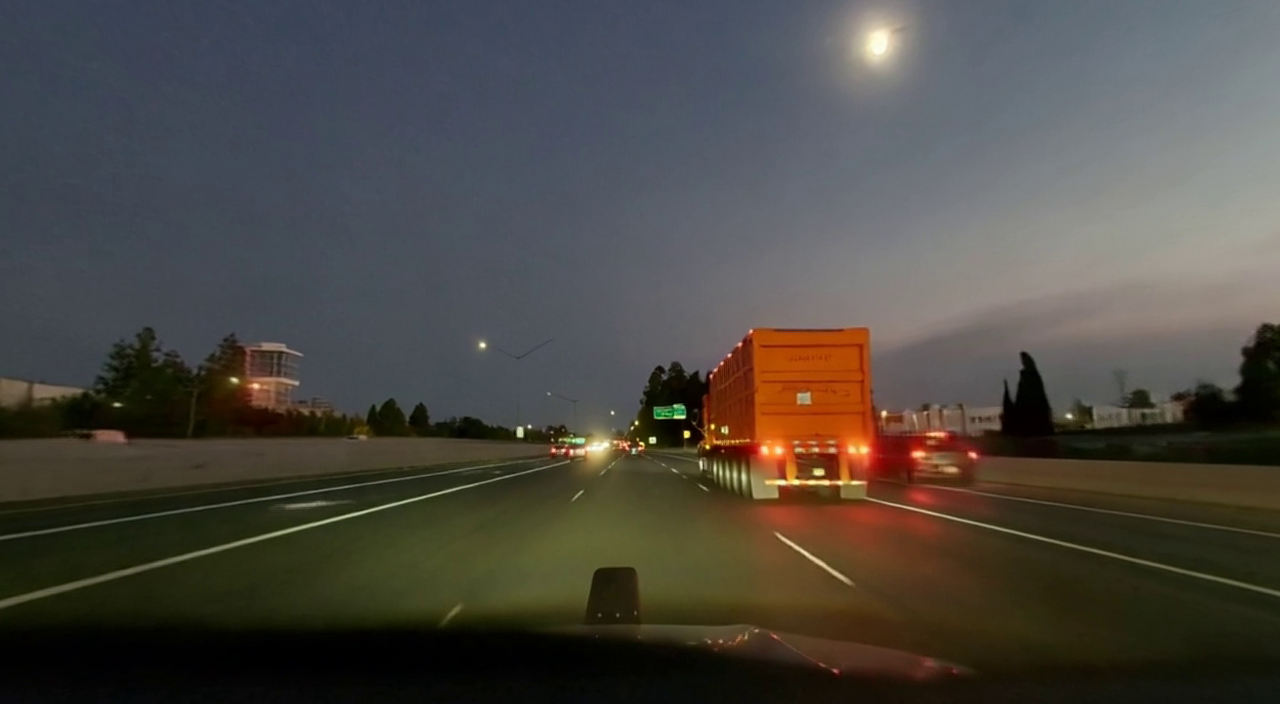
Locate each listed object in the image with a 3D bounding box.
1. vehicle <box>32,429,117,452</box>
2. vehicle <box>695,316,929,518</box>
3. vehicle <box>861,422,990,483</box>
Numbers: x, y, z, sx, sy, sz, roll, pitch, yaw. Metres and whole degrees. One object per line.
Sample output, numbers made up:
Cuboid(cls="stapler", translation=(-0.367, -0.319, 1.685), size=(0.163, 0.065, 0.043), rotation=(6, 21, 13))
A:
Cuboid(cls="vehicle", translation=(-44.582, 7.037, 49.999), size=(1.933, 1.642, 5.248), rotation=(0, -9, -1))
Cuboid(cls="vehicle", translation=(3.479, 1.903, 16.477), size=(2.966, 3.586, 10.563), rotation=(0, -9, -1))
Cuboid(cls="vehicle", translation=(10.745, 3.853, 24.426), size=(2.286, 2.044, 5.722), rotation=(0, -9, 0))
